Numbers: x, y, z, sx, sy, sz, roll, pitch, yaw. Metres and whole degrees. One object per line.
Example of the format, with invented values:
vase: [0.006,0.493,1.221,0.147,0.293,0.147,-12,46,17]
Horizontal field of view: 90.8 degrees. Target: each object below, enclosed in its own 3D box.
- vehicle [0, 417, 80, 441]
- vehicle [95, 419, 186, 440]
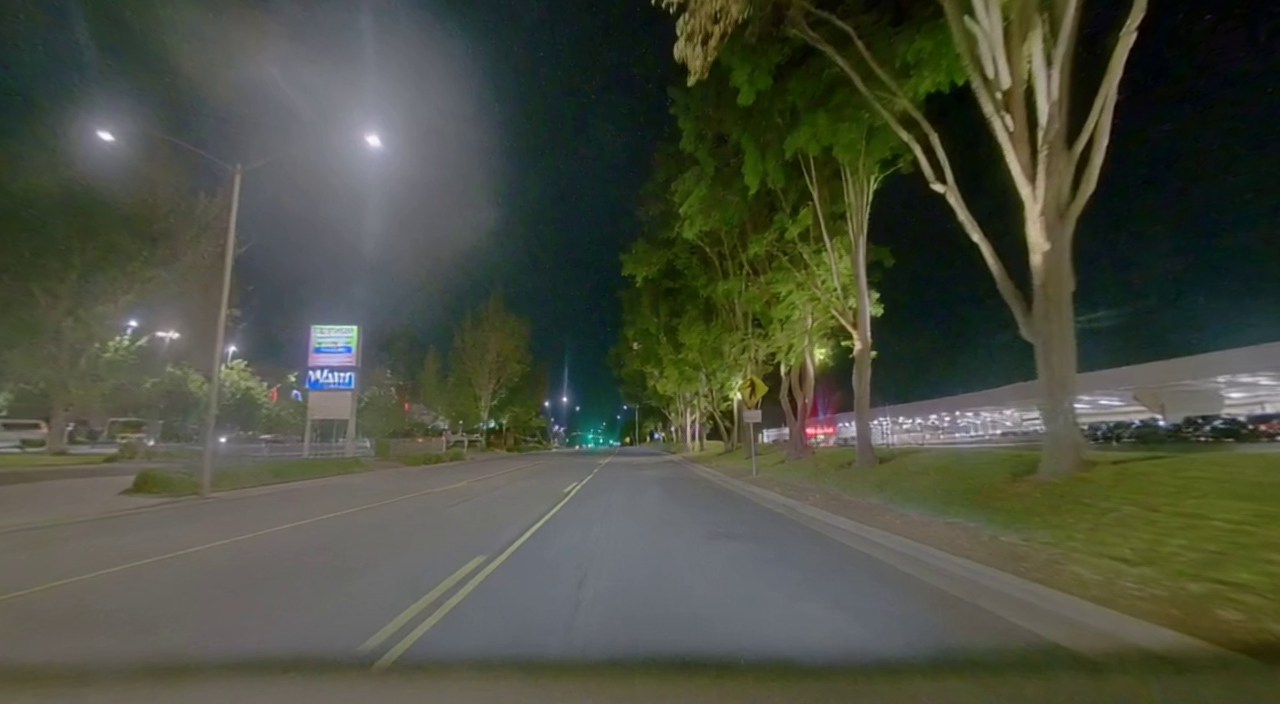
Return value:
vehicle: [-38.288,4.866,39.567,4.706,1.433,1.862,7,-11,-40]
vehicle: [-38.199,5.979,48.403,5.205,1.525,1.769,8,-11,-42]
